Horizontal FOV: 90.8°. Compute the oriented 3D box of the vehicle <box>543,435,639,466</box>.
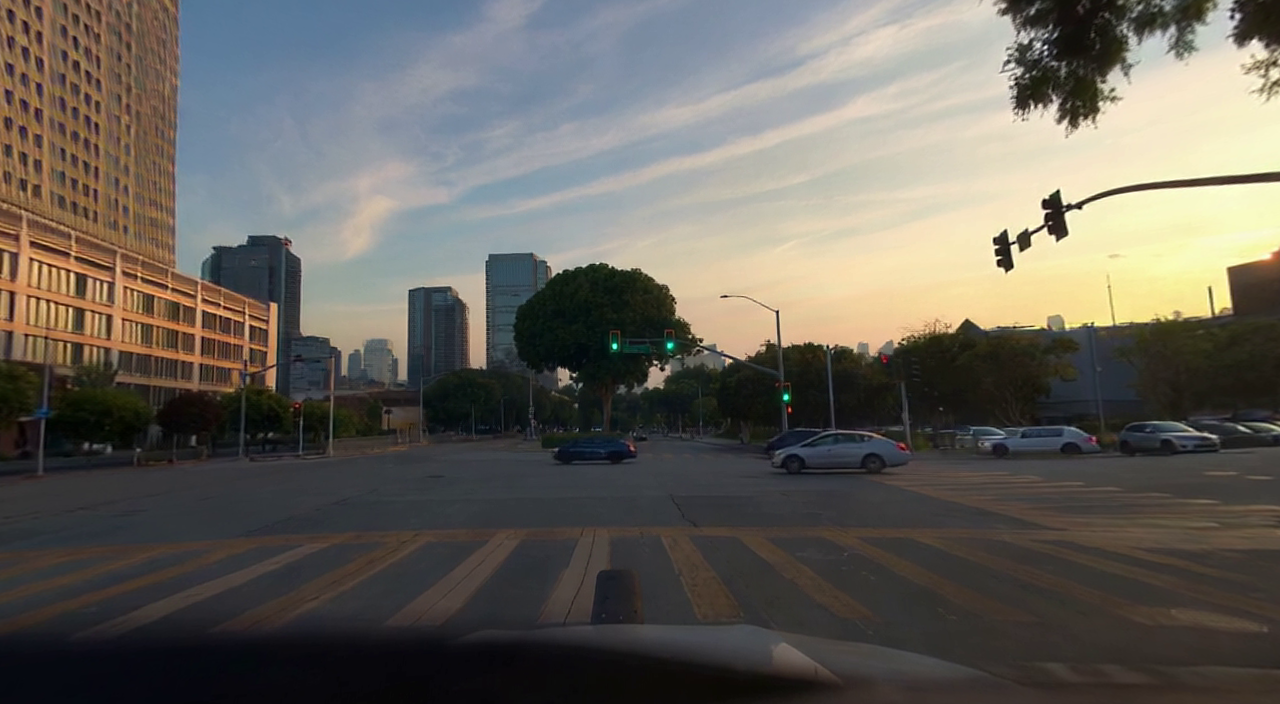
[{"bbox_3d":[-2.132,4.410,28.220,4.046,1.306,1.719,-1,-8,4],"label":"vehicle"}]

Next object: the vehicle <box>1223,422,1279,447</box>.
[{"bbox_3d":[42.251,5.494,41.975,2.037,1.614,5.175,0,-8,0],"label":"vehicle"}]

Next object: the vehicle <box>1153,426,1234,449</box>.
[{"bbox_3d":[36.552,5.684,41.869,1.726,1.429,4.163,-1,-8,2],"label":"vehicle"}]

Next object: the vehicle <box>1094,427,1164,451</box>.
[{"bbox_3d":[33.188,5.931,43.051,2.090,1.494,4.321,-2,-9,13],"label":"vehicle"}]

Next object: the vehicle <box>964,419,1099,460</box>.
[{"bbox_3d":[17.177,3.866,27.936,4.571,1.698,1.977,-1,-8,6],"label":"vehicle"}]

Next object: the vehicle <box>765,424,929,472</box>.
[{"bbox_3d":[6.934,3.259,21.498,4.916,1.504,1.846,0,-8,-4],"label":"vehicle"}]
